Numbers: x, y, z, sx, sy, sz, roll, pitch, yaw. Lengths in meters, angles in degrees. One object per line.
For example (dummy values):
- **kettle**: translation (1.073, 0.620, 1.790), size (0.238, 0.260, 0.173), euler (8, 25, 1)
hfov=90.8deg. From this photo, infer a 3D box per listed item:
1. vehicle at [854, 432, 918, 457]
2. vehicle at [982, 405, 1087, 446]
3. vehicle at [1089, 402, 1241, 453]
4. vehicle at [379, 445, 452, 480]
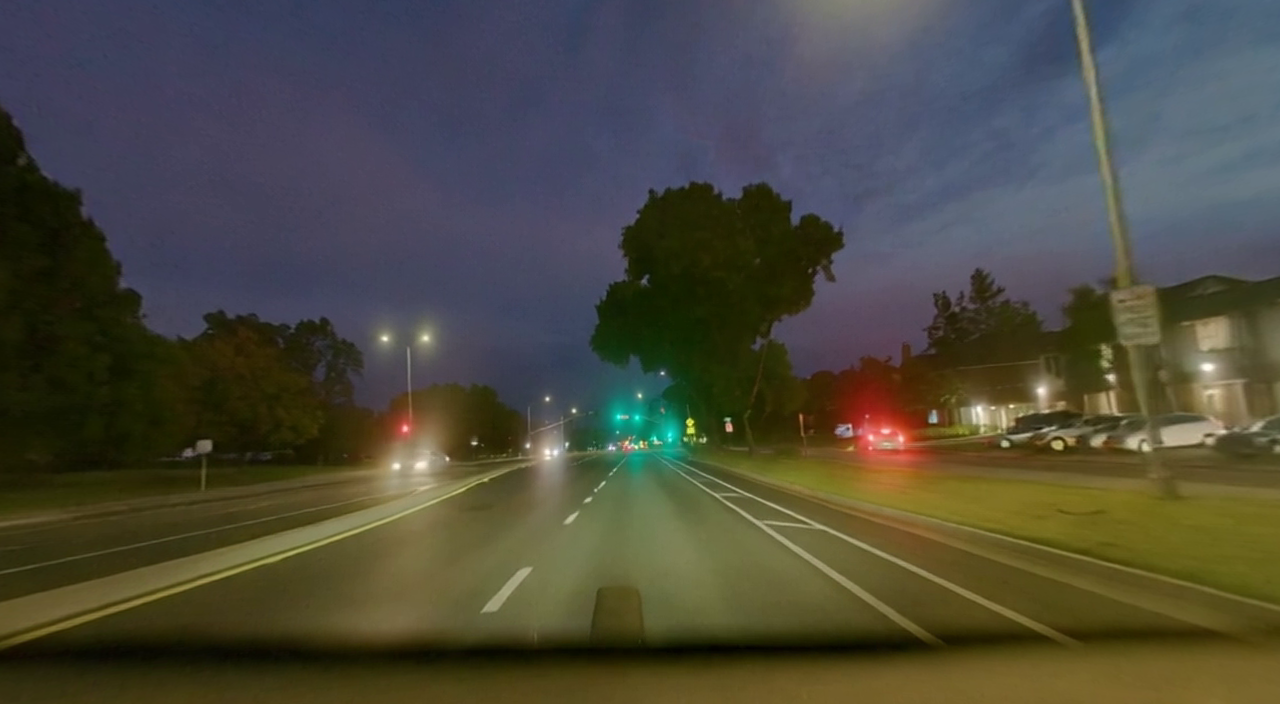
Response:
- **vehicle**: translation (15.467, 5.847, 40.016), size (1.882, 1.446, 4.741), euler (0, -8, -4)
- **vehicle**: translation (22.649, 4.238, 36.359), size (4.512, 1.837, 2.059), euler (-6, -8, -2)
- **vehicle**: translation (22.301, 3.242, 26.973), size (4.579, 1.710, 2.020), euler (-4, -8, -2)
- **vehicle**: translation (-11.451, 5.645, 32.545), size (1.999, 1.618, 4.217), euler (-1, -8, 3)
